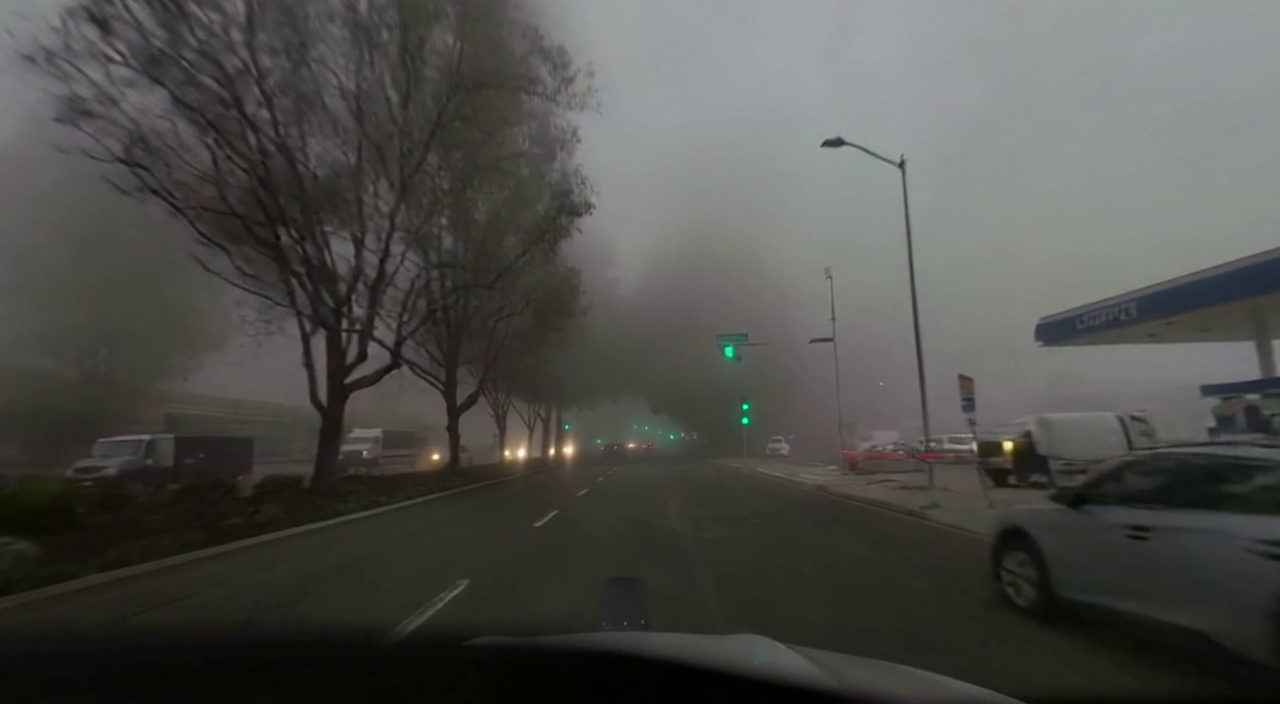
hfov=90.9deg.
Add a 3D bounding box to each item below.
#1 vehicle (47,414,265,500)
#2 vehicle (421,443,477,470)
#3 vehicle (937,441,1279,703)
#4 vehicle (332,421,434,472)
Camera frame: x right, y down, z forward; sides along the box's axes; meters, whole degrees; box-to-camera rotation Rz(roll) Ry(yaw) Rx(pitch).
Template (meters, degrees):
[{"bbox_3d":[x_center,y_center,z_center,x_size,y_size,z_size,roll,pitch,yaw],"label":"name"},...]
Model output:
[{"bbox_3d":[-18.876,4.161,25.400,2.837,2.953,7.214,0,-9,2],"label":"vehicle"},{"bbox_3d":[-11.252,6.192,37.453,1.860,1.495,4.409,0,-9,1],"label":"vehicle"},{"bbox_3d":[4.092,1.353,4.439,1.963,1.411,4.637,-1,-9,3],"label":"vehicle"},{"bbox_3d":[-18.698,7.051,46.911,2.958,3.304,10.523,0,-9,1],"label":"vehicle"}]
